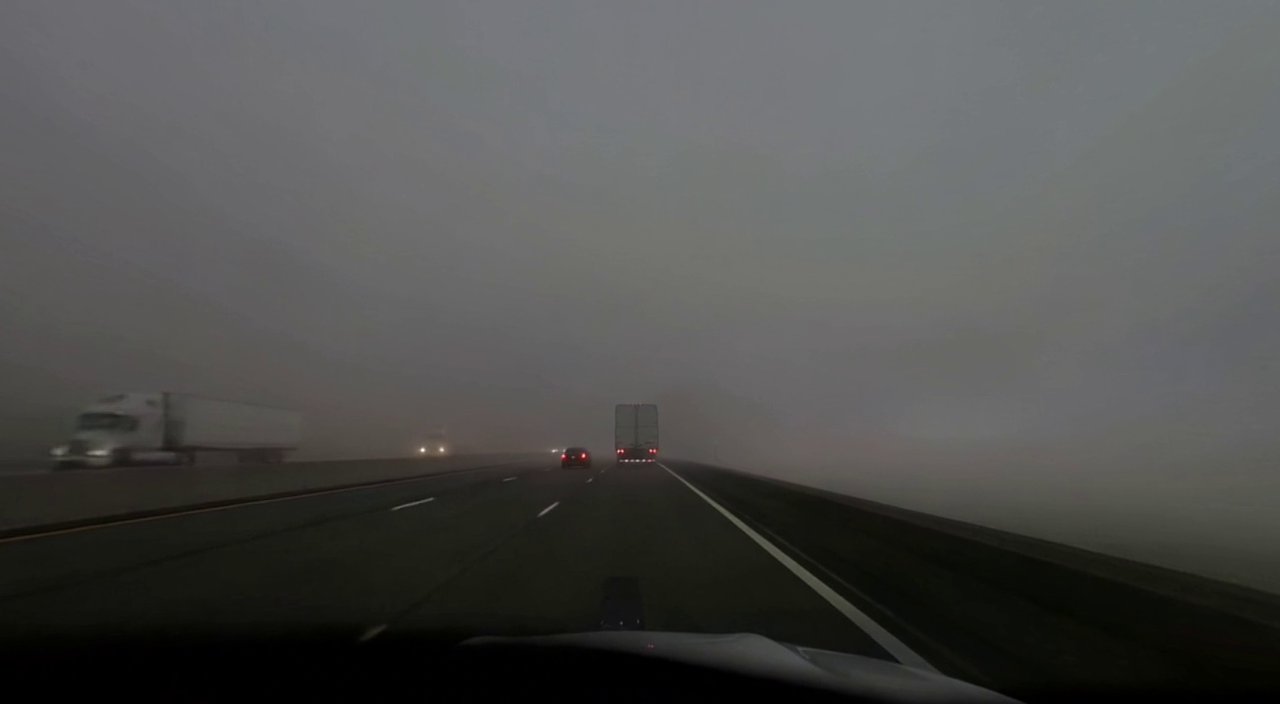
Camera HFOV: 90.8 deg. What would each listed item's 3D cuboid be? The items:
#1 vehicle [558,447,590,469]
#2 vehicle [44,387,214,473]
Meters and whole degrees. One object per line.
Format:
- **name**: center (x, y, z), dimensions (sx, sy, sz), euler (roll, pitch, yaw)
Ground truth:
- **vehicle**: center (-4.716, 7.625, 45.641), dimensions (1.892, 1.471, 5.047), euler (0, -9, -1)
- **vehicle**: center (-23.452, 3.731, 29.486), dimensions (2.901, 3.590, 5.880), euler (0, -9, -1)
